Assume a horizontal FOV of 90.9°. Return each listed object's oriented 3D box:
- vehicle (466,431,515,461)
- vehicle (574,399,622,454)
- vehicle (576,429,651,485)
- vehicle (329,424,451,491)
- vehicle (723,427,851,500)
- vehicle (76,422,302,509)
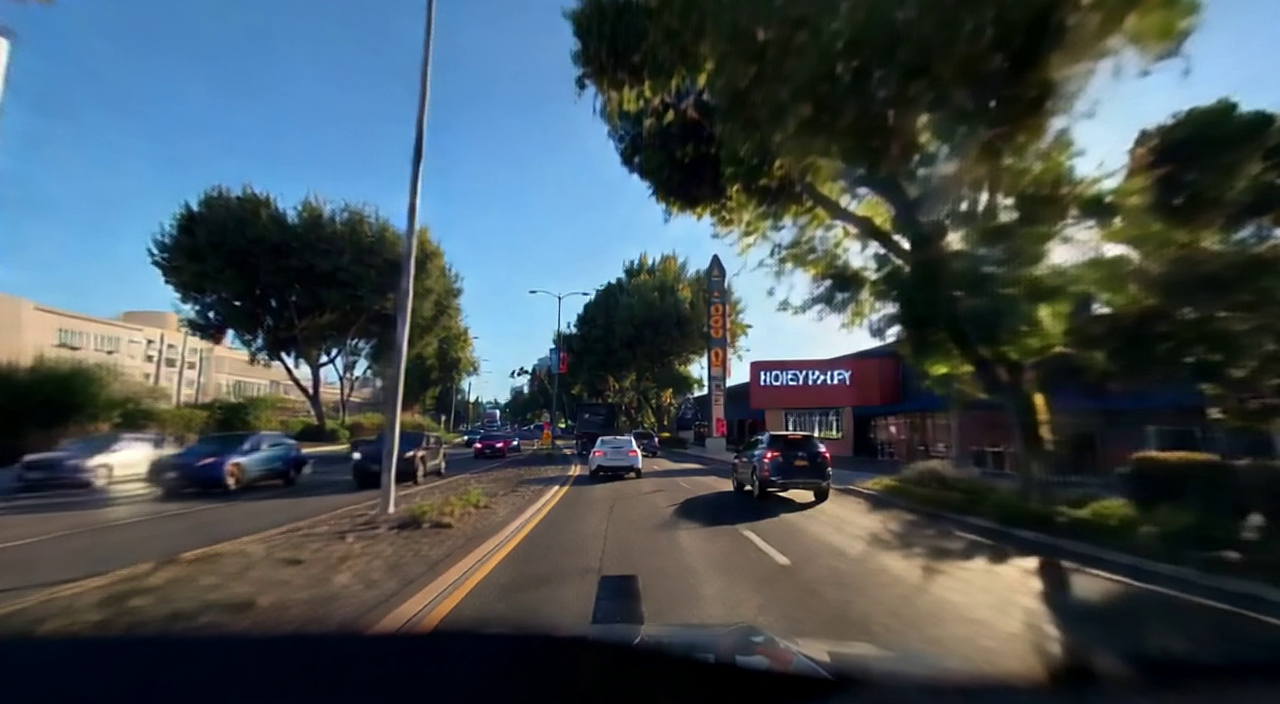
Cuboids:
[{"bbox_3d":[-8.229,5.177,35.033,2.007,1.532,4.266,1,-8,-5],"label":"vehicle"},{"bbox_3d":[-3.068,5.253,43.973,2.917,3.482,6.946,1,-8,-7],"label":"vehicle"},{"bbox_3d":[-0.839,3.029,18.600,1.991,1.472,3.518,1,-8,-4],"label":"vehicle"},{"bbox_3d":[-6.768,2.871,17.578,1.966,1.616,4.038,1,-8,-4],"label":"vehicle"},{"bbox_3d":[3.310,2.568,15.012,1.889,1.480,3.876,1,-8,-4],"label":"vehicle"},{"bbox_3d":[-9.837,2.474,14.312,2.091,1.642,4.299,0,-8,-3],"label":"vehicle"}]
